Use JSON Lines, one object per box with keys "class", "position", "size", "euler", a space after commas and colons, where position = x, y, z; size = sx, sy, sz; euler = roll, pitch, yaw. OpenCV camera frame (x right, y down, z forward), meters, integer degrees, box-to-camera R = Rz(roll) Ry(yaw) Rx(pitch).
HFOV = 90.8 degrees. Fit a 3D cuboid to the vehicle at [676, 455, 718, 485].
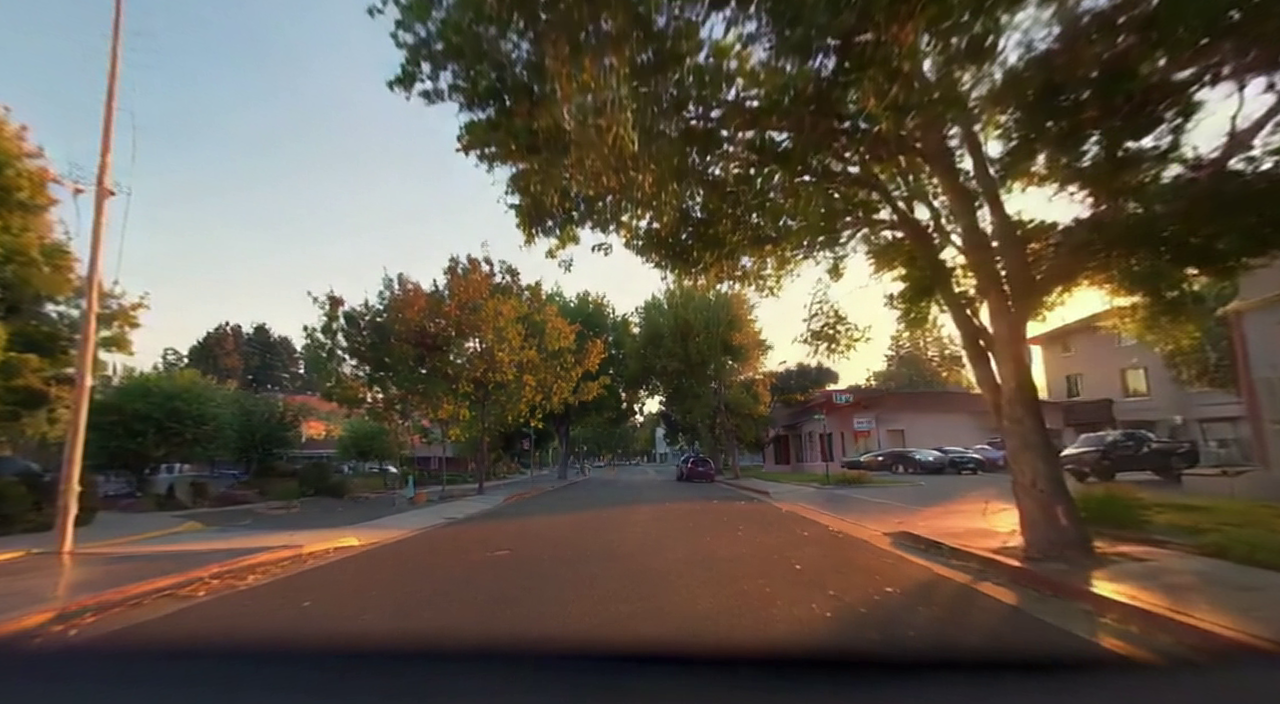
{"class": "vehicle", "position": [3.162, 6.672, 35.921], "size": [2.064, 1.532, 4.596], "euler": [0, -9, 1]}
